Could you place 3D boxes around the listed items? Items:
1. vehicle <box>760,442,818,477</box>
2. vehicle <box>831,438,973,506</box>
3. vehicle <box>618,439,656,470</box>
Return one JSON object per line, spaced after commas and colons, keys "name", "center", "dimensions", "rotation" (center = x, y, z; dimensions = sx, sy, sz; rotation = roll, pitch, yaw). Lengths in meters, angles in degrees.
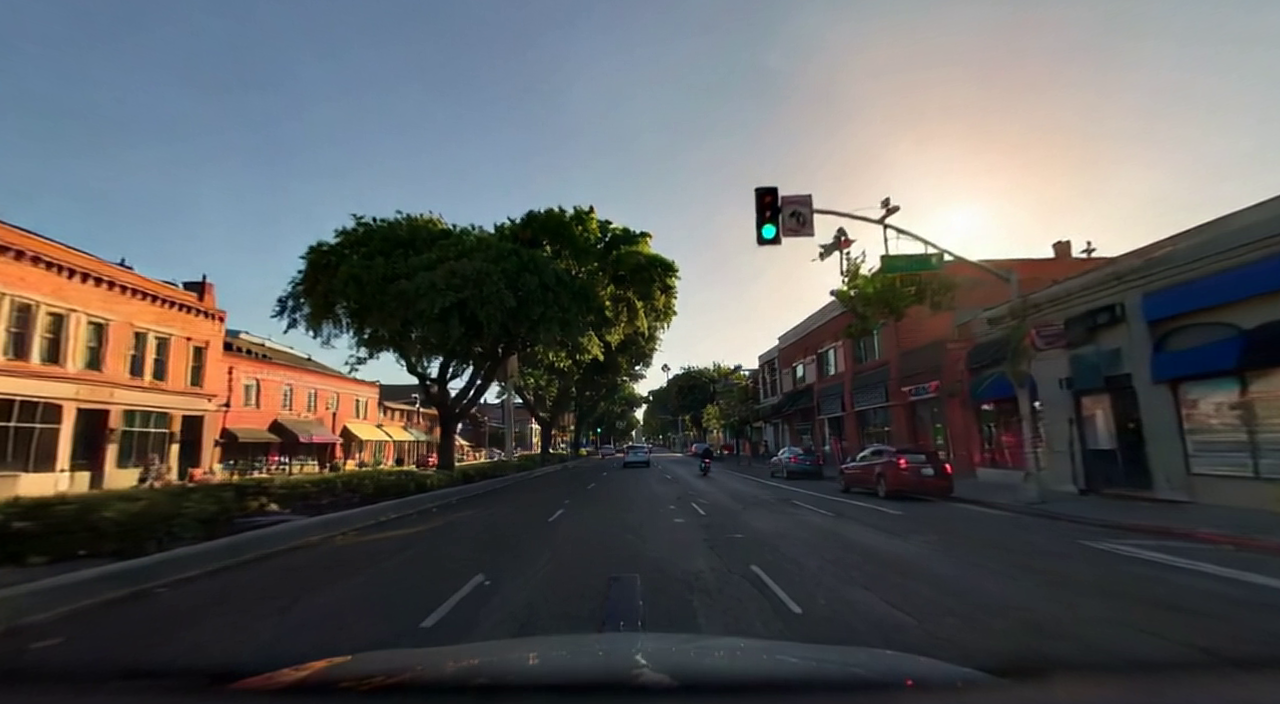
{"name": "vehicle", "center": [7.112, 5.172, 30.595], "dimensions": [1.785, 1.586, 3.896], "rotation": [0, -9, -1]}
{"name": "vehicle", "center": [6.928, 3.196, 17.283], "dimensions": [2.069, 1.590, 4.066], "rotation": [0, -9, -1]}
{"name": "vehicle", "center": [-0.232, 6.205, 38.416], "dimensions": [2.223, 1.775, 4.250], "rotation": [0, -9, -2]}
